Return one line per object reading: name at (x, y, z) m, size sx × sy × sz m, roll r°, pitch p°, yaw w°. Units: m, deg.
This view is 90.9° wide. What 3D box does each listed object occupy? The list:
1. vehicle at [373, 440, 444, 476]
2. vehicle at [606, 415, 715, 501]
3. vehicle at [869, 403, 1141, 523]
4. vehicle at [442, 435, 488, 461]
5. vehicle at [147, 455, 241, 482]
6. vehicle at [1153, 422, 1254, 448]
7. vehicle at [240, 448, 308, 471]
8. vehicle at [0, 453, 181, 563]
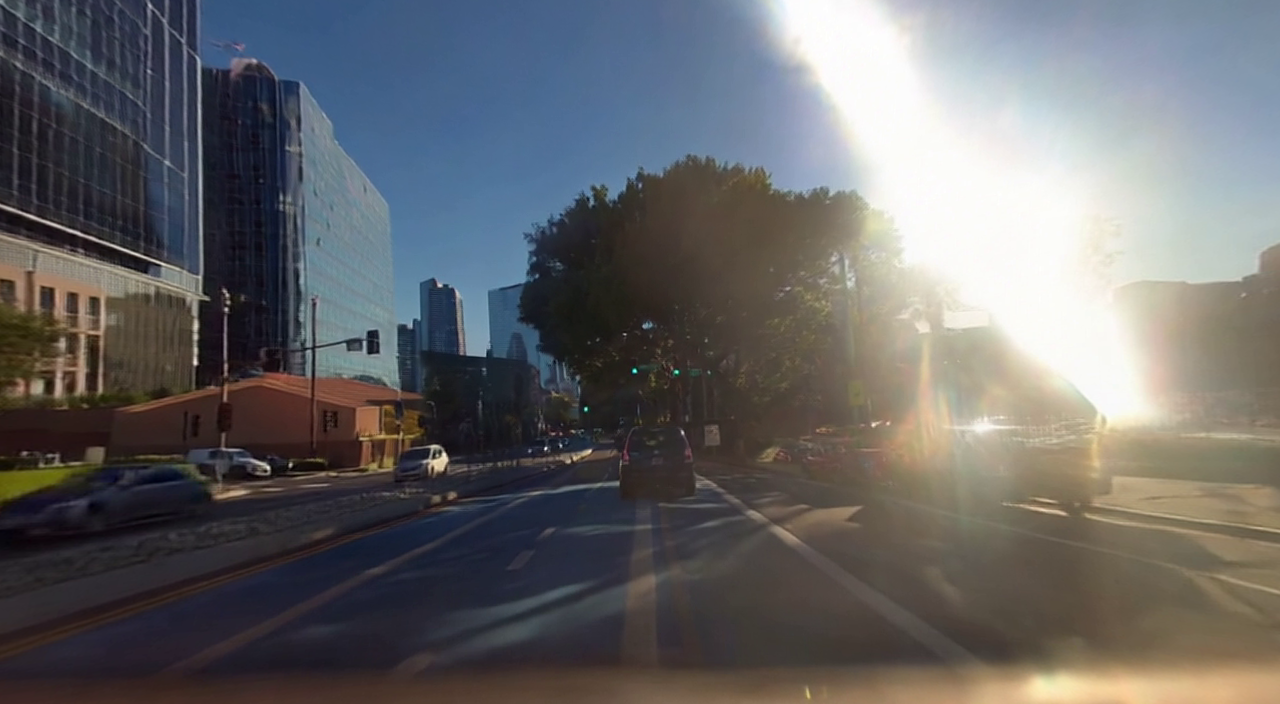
vehicle at (-12.800, 5.852, 35.232) m, size 1.975 × 1.820 × 4.838 m, roll -1°, pitch -8°, yaw 1°
vehicle at (0.416, 2.547, 15.450) m, size 2.283 × 1.773 × 4.255 m, roll 0°, pitch -8°, yaw 0°
vehicle at (6.561, 2.084, 12.307) m, size 2.205 × 1.823 × 5.078 m, roll 0°, pitch -8°, yaw 0°
vehicle at (-13.076, 7.202, 47.400) m, size 2.025 × 1.785 × 4.845 m, roll -1°, pitch -8°, yaw 1°
vehicle at (-27.766, 7.264, 39.353) m, size 4.478 × 1.578 × 1.890 m, roll -1°, pitch -8°, yaw 3°
vehicle at (33.576, 4.985, 37.650) m, size 4.275 × 1.487 × 1.781 m, roll 0°, pitch -8°, yaw 0°
vehicle at (-27.195, 7.958, 47.026) m, size 1.857 × 1.535 × 4.900 m, roll -1°, pitch -8°, yaw 4°
vehicle at (-10.384, 2.522, 10.656) m, size 2.019 × 1.547 × 4.315 m, roll 0°, pitch -8°, yaw -1°
